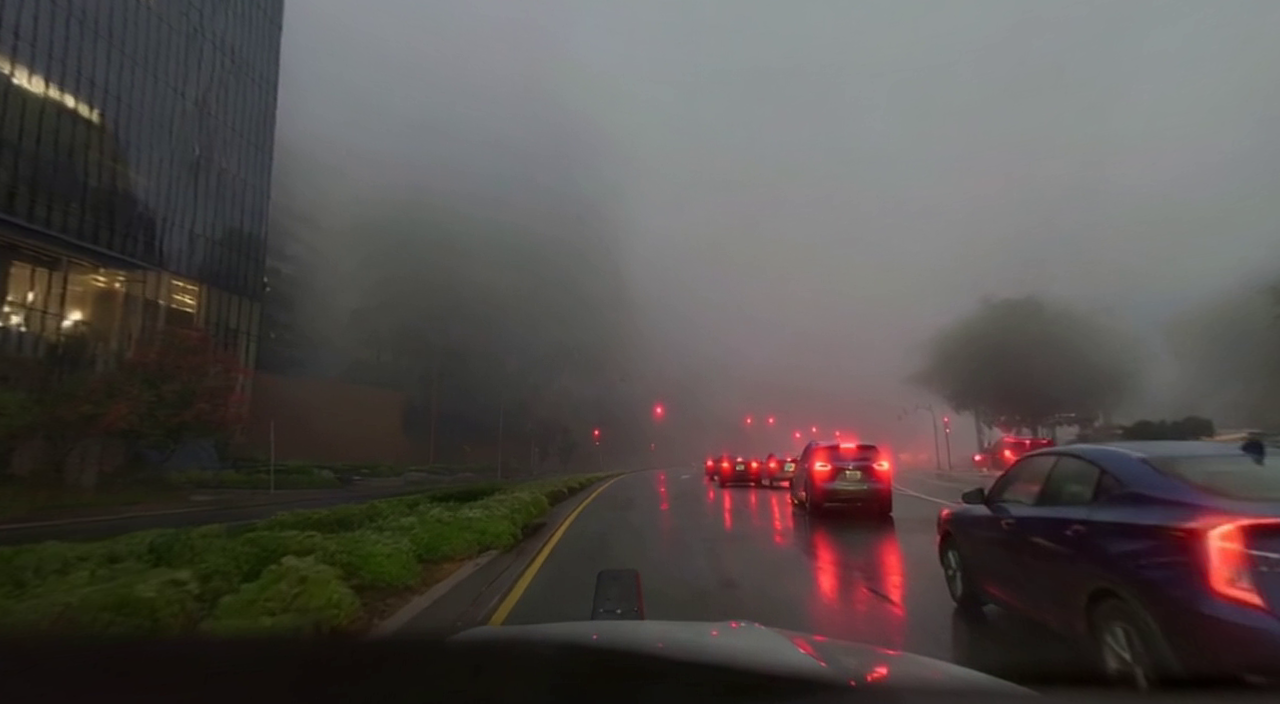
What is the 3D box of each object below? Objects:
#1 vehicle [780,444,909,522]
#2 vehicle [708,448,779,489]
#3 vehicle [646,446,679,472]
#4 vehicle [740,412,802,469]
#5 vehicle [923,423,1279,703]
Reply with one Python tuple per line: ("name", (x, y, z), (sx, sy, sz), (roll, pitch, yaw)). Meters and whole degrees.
("vehicle", (4.829, 3.108, 15.697), (2.089, 1.609, 4.922), (-1, -9, 7))
("vehicle", (4.286, 4.872, 26.697), (2.183, 1.553, 3.923), (0, -9, -2))
("vehicle", (1.632, 7.433, 44.066), (2.121, 1.728, 4.161), (-1, -9, 5))
("vehicle", (9.379, 6.626, 46.760), (3.128, 3.616, 13.736), (-1, -9, 6))
("vehicle", (3.250, 1.192, 3.434), (2.032, 1.490, 3.871), (-1, -9, 8))
